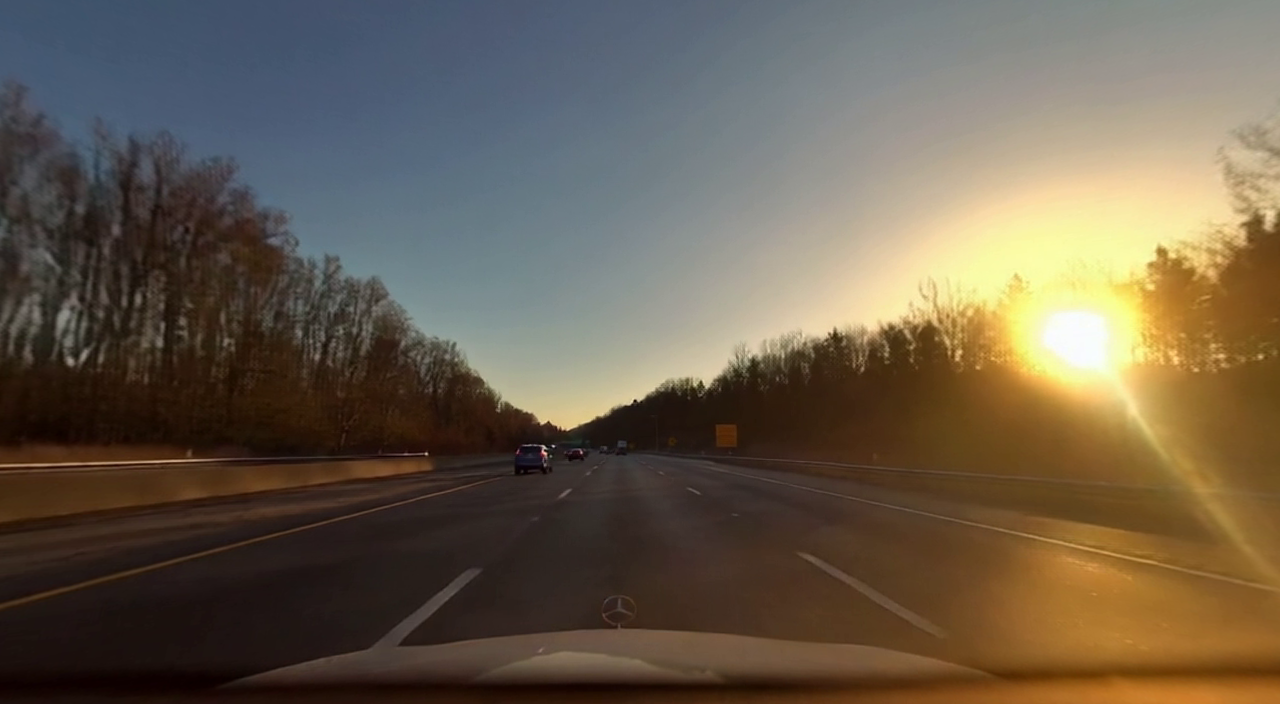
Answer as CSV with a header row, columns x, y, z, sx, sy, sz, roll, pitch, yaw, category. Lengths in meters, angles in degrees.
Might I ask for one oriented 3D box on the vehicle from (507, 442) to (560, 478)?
x,y,z,sx,sy,sz,roll,pitch,yaw,category
-5.433,5.535,32.474,2.151,1.693,4.201,0,-9,-2,vehicle
